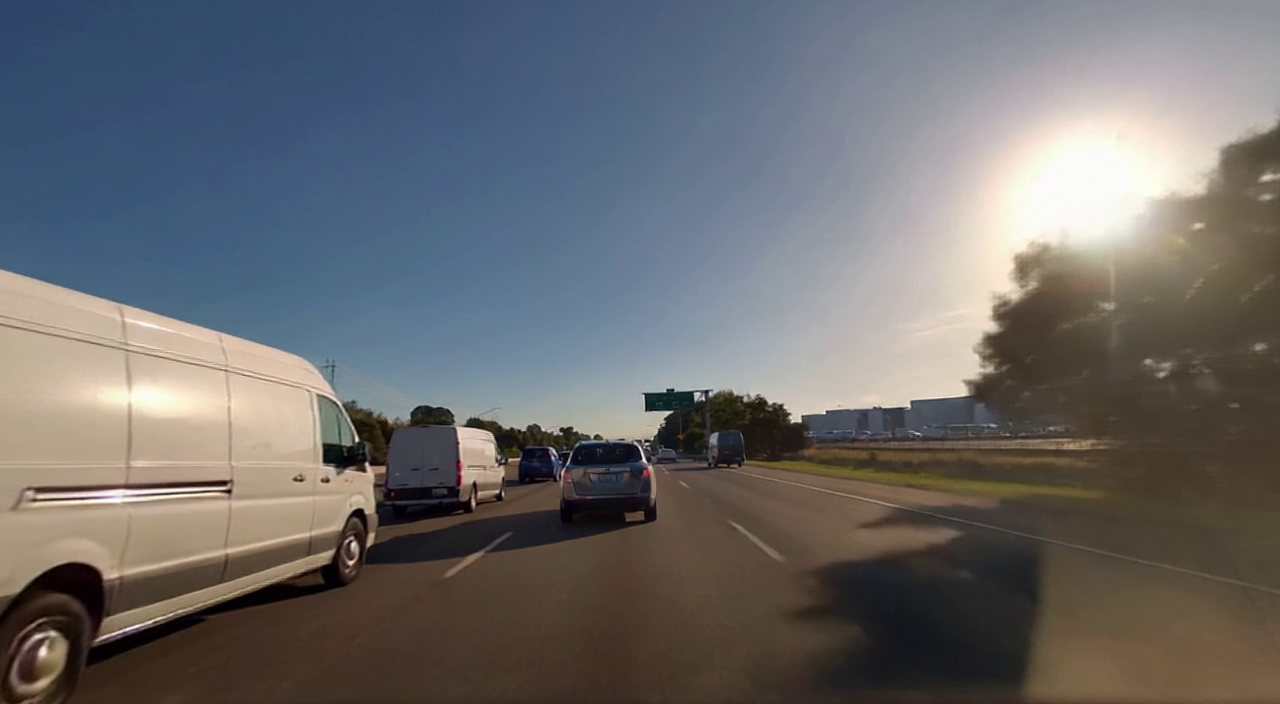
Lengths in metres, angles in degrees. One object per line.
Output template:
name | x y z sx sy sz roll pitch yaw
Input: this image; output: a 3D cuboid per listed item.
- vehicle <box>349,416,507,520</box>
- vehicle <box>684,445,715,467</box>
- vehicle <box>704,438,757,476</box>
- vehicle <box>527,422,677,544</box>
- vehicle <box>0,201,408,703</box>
vehicle | -4.585 2.590 14.500 2.043 1.987 4.486 0 -9 0
vehicle | 4.265 7.510 45.678 1.874 1.512 3.723 0 -9 -1
vehicle | 4.455 5.264 31.713 2.003 1.754 4.134 0 -9 -1
vehicle | -0.546 2.140 10.818 2.093 1.695 3.782 0 -9 0
vehicle | -4.467 0.881 5.492 2.248 2.626 6.837 0 -9 0
